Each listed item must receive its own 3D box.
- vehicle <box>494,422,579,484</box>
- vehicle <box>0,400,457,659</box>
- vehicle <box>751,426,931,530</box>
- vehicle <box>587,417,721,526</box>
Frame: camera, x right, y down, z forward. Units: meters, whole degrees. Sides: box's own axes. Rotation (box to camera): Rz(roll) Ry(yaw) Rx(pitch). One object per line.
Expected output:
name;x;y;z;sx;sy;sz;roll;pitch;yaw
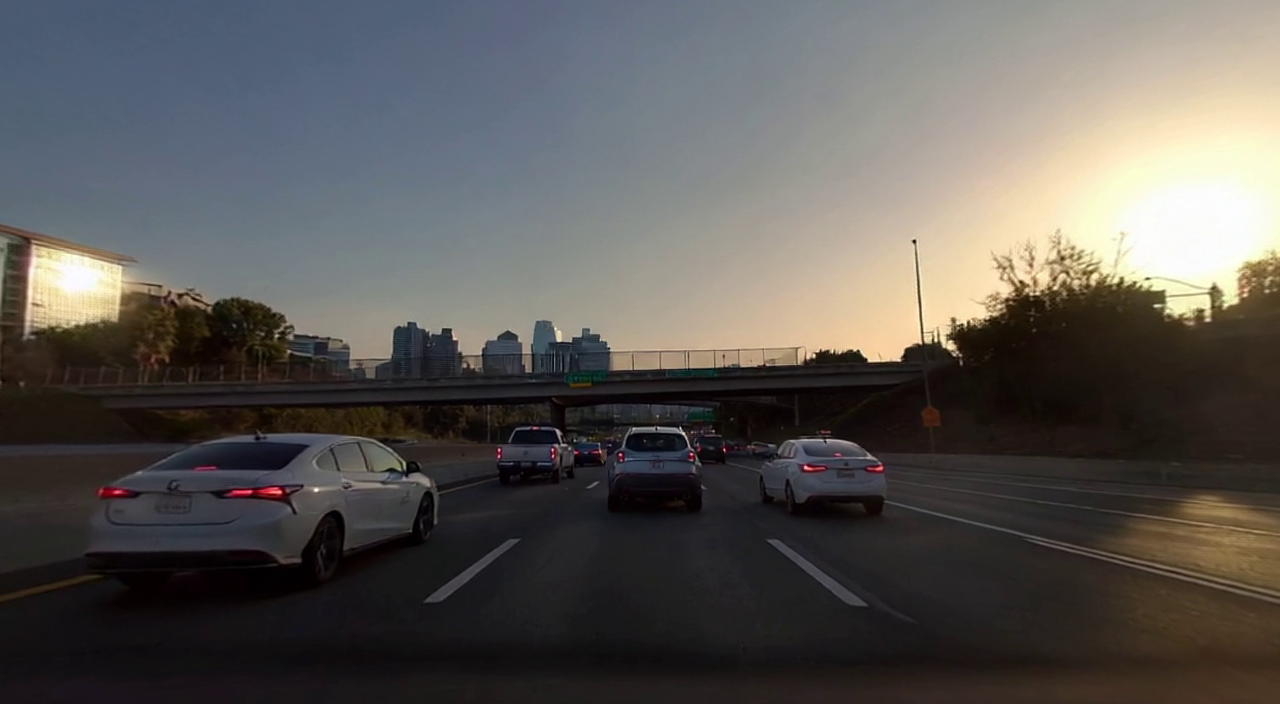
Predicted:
vehicle;-3.891;3.961;24.915;2.212;2.101;6.052;0;-9;1
vehicle;-3.600;1.454;6.343;2.014;1.579;4.761;0;-9;1
vehicle;3.642;2.378;12.475;2.022;1.633;4.651;0;-9;0
vehicle;0.238;2.274;12.439;2.181;1.756;4.167;0;-9;0
